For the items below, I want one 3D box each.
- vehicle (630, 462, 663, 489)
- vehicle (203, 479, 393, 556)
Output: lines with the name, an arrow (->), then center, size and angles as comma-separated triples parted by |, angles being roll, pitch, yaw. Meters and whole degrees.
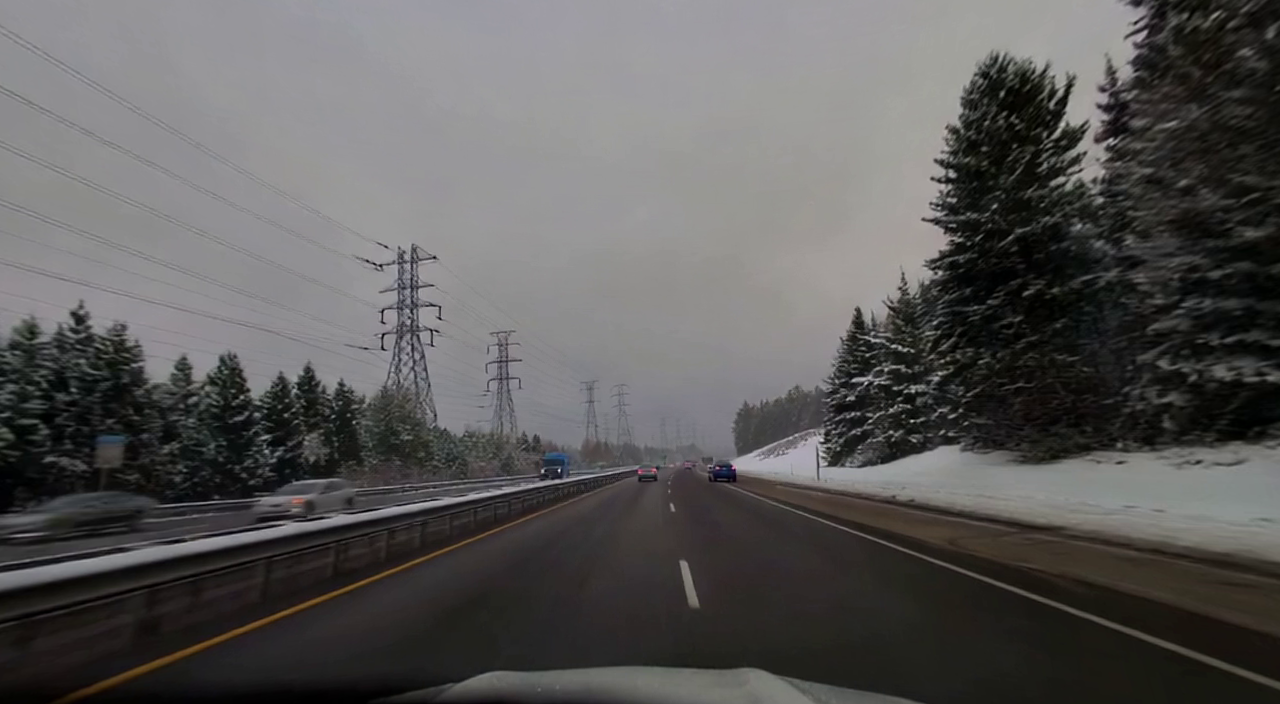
vehicle -> 0.447, 8.004, 40.890 | 2.038, 1.596, 4.246 | 1, -10, 2
vehicle -> -8.058, 3.913, 15.449 | 1.858, 1.450, 4.656 | 0, -10, 3
